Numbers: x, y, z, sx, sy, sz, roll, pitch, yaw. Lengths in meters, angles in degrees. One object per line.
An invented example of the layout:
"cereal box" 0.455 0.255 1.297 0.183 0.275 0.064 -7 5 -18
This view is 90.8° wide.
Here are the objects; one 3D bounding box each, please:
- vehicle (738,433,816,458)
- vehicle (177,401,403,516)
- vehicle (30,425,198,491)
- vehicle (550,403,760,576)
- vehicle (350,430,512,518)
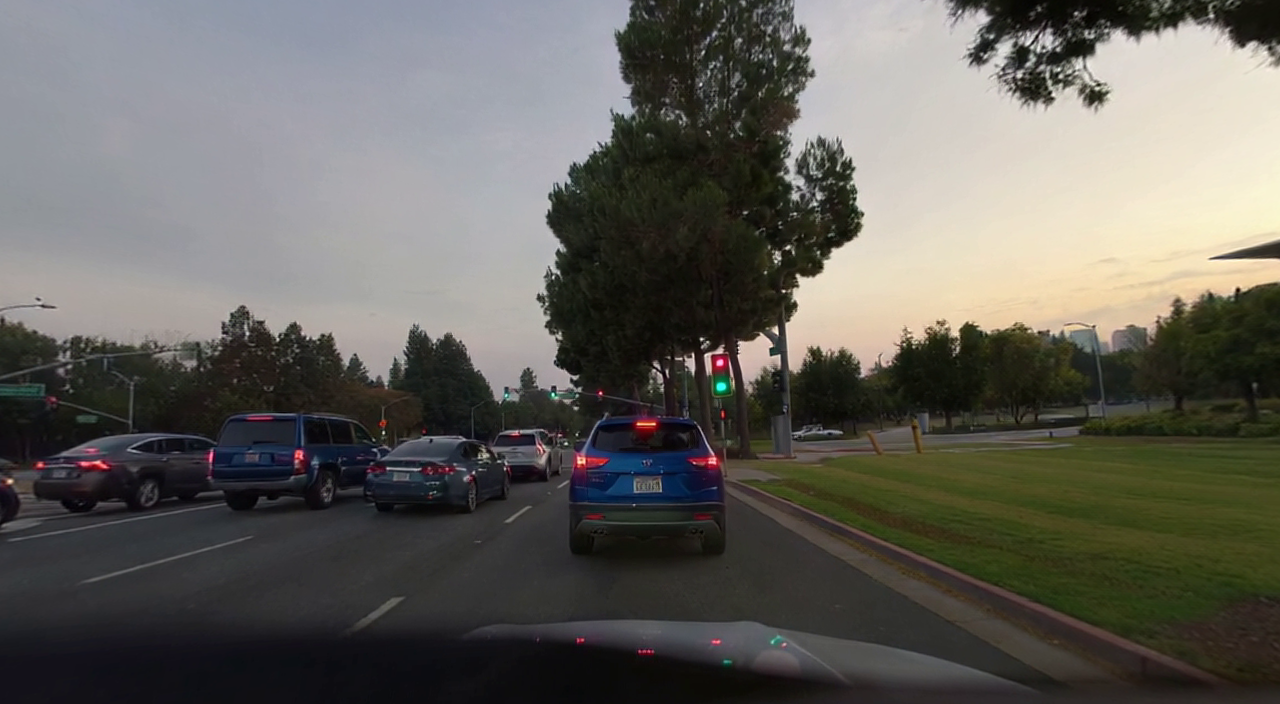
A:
"vehicle" 8.321 5.734 38.695 4.450 1.439 1.796 -1 -9 4
"vehicle" -7.398 2.345 14.237 2.195 2.093 5.185 0 -9 -2
"vehicle" -17.669 3.576 21.583 2.136 1.976 4.342 0 -9 -4
"vehicle" 0.108 1.674 8.415 2.055 1.681 4.270 0 -9 -1
"vehicle" -4.082 2.451 13.200 1.942 1.523 4.212 0 -9 0
